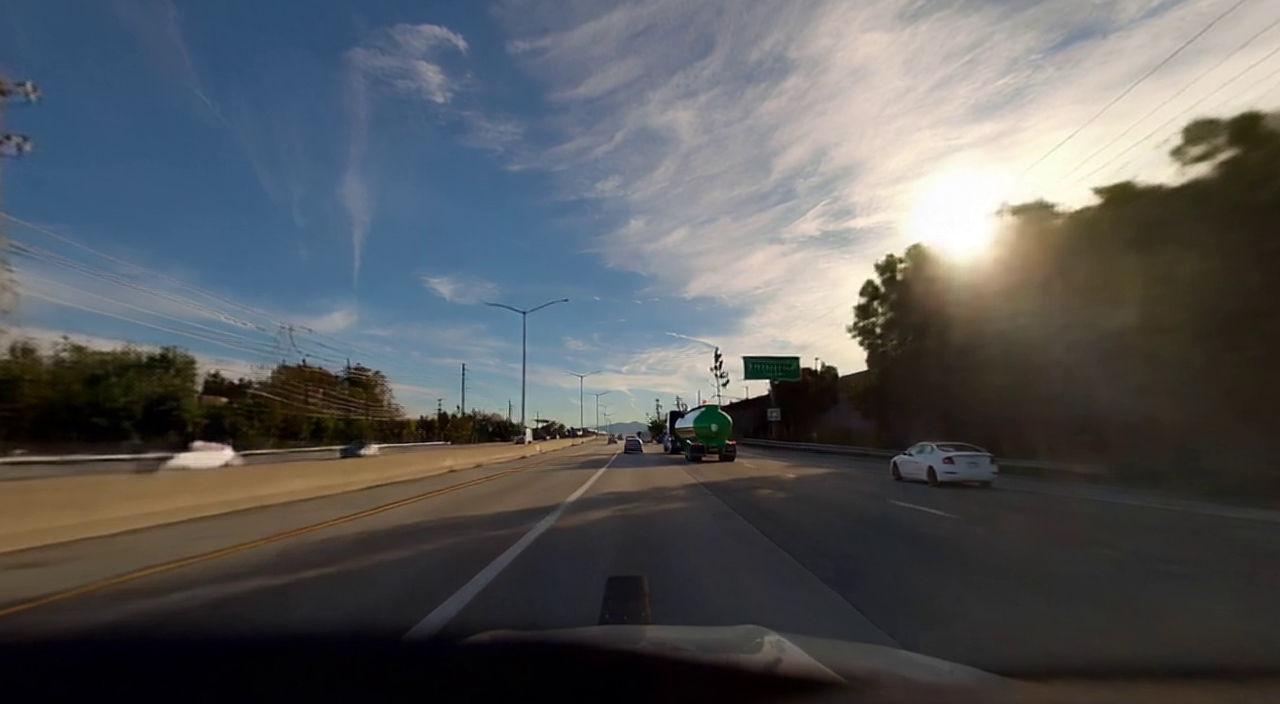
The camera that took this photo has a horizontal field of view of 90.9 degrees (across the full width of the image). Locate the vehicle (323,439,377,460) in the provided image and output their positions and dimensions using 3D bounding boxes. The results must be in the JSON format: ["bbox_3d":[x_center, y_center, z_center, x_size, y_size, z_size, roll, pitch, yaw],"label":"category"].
[{"bbox_3d":[-21.379,7.212,46.723,1.890,1.474,4.461,0,-8,0],"label":"vehicle"}]

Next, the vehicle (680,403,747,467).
[{"bbox_3d":[3.915,4.737,35.516,2.791,3.179,8.074,0,-8,0],"label":"vehicle"}]

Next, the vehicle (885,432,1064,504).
[{"bbox_3d":[7.941,2.786,15.598,1.905,1.480,4.624,0,-8,0],"label":"vehicle"}]

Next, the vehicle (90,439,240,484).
[{"bbox_3d":[-17.404,4.015,23.458,2.076,1.488,4.533,0,-8,0],"label":"vehicle"}]
